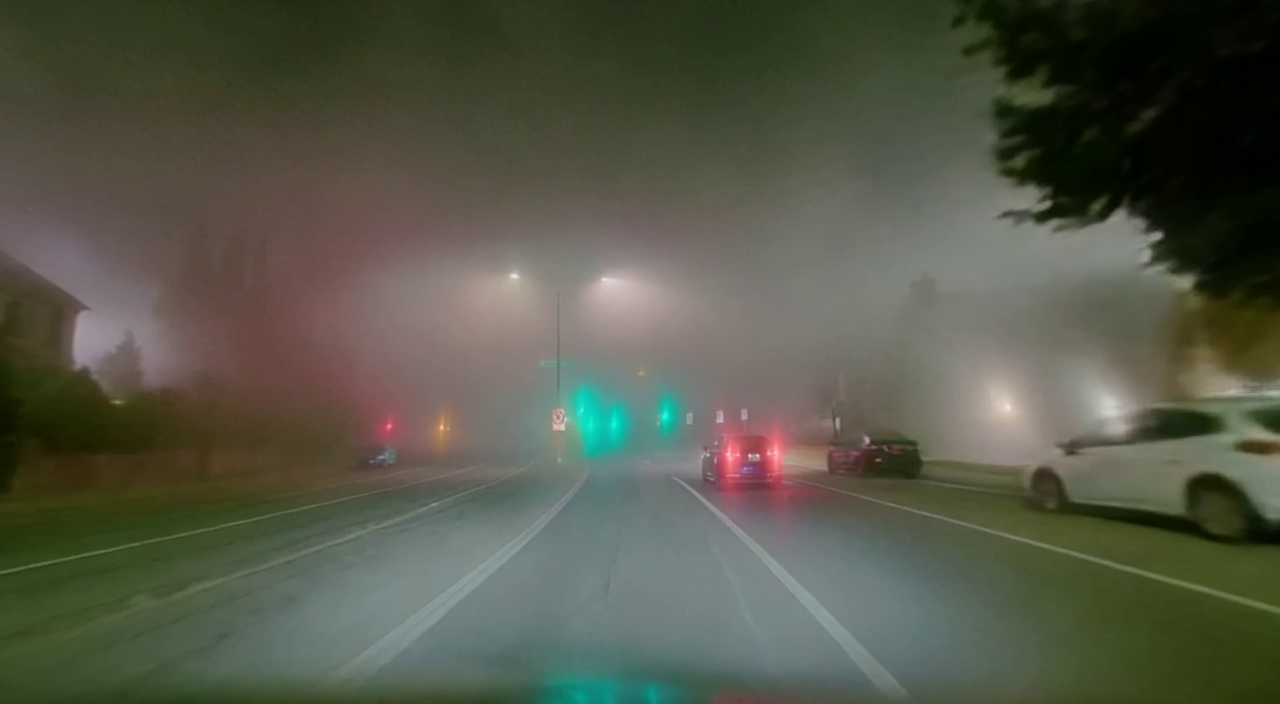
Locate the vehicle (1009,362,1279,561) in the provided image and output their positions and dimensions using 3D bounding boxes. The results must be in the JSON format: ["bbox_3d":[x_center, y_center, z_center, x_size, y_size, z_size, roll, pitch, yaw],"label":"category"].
[{"bbox_3d":[7.039,1.275,7.663,2.065,1.861,4.704,0,-8,-2],"label":"vehicle"}]

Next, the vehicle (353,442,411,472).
[{"bbox_3d":[-15.099,6.151,37.161,1.949,1.642,4.376,0,-8,-6],"label":"vehicle"}]

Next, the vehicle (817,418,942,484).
[{"bbox_3d":[6.648,2.809,18.058,2.008,1.614,4.369,-1,-8,3],"label":"vehicle"}]

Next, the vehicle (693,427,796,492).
[{"bbox_3d":[2.640,2.844,17.005,1.960,1.479,4.086,0,-8,-2],"label":"vehicle"}]
